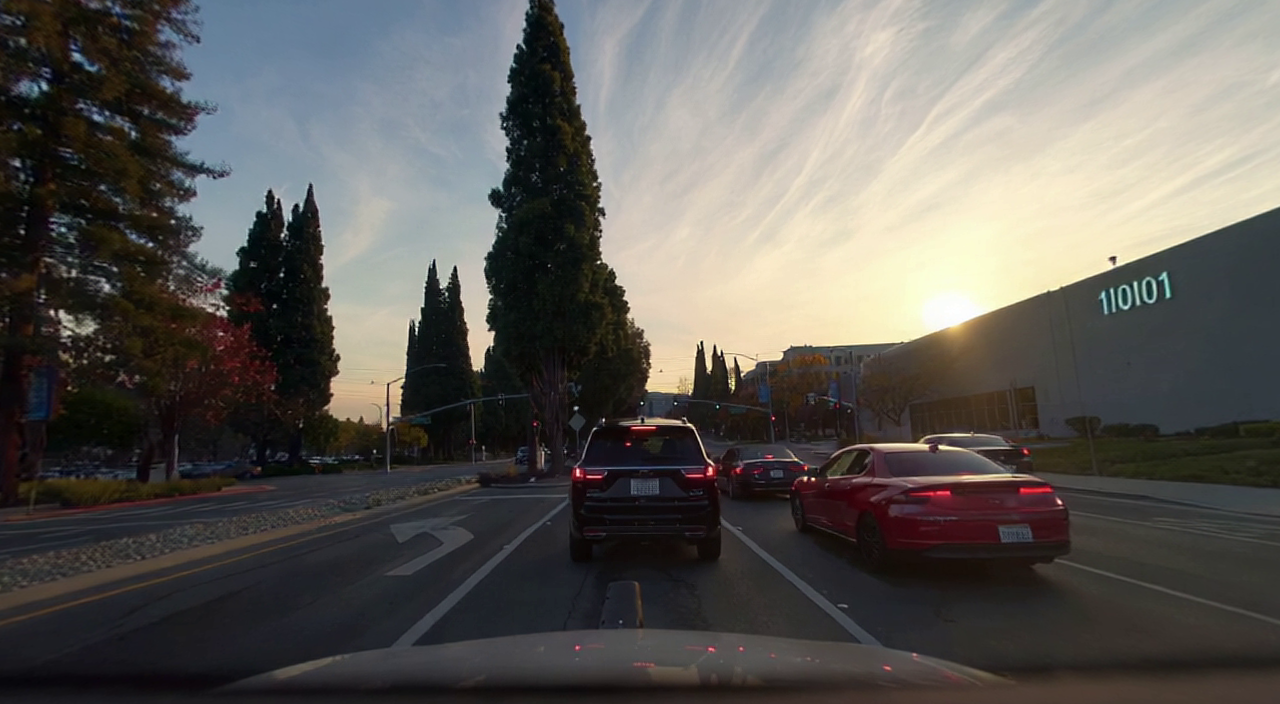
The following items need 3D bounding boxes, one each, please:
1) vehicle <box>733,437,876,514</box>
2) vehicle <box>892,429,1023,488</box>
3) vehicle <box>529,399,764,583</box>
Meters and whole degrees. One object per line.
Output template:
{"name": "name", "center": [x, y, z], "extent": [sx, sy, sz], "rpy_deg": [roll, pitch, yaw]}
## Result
{"name": "vehicle", "center": [3.497, 2.718, 14.408], "extent": [1.997, 1.471, 4.321], "rpy_deg": [0, -9, -1]}
{"name": "vehicle", "center": [10.865, 3.696, 22.132], "extent": [2.123, 1.812, 4.553], "rpy_deg": [0, -9, -1]}
{"name": "vehicle", "center": [0.061, 1.659, 8.261], "extent": [2.266, 1.762, 4.131], "rpy_deg": [0, -9, 0]}
